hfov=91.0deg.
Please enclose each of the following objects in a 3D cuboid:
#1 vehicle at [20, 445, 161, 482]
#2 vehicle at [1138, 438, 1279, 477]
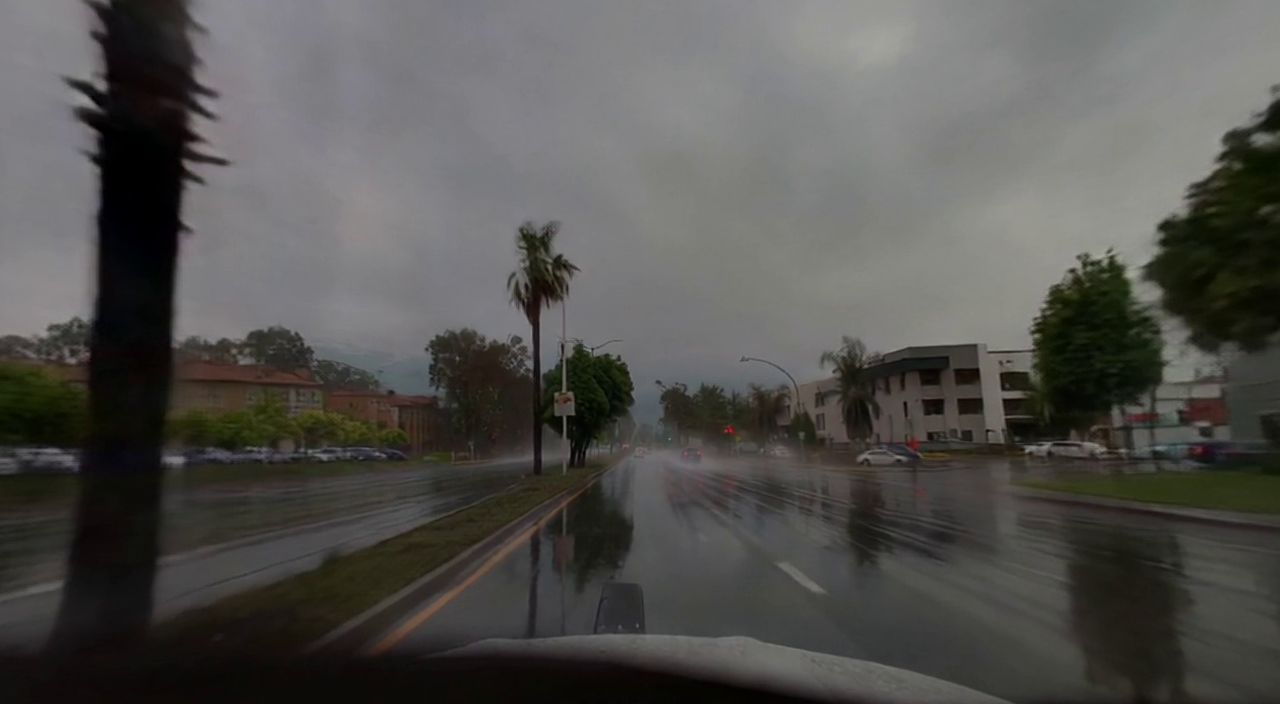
[{"bbox_3d":[-30.627,6.212,35.240,5.493,1.979,2.437,0,-9,-2],"label":"vehicle"},{"bbox_3d":[24.177,4.494,26.970,1.881,1.509,4.448,1,-8,-3],"label":"vehicle"}]
